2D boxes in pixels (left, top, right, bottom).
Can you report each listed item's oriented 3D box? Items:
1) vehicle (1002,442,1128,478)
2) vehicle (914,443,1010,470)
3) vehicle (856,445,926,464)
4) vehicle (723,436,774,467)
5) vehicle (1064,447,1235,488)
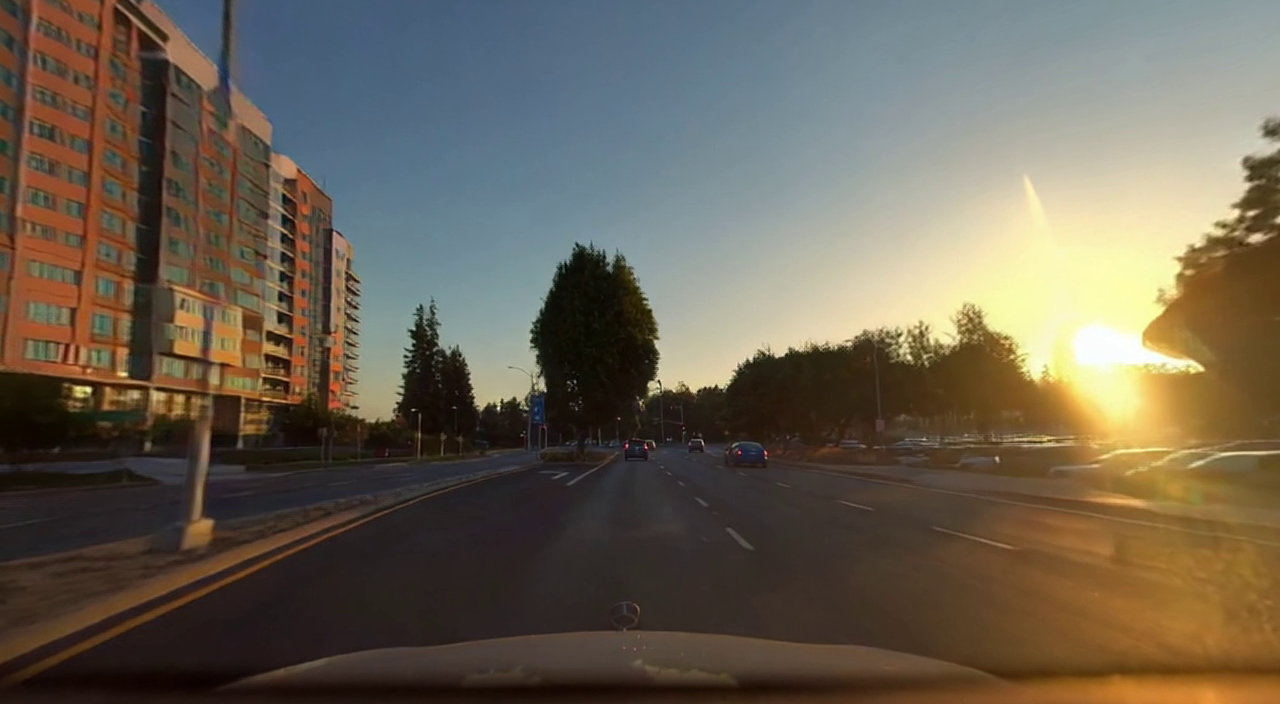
[{"bbox_3d":[20.041,5.115,29.833,4.485,1.608,1.955,0,-9,0],"label":"vehicle"},{"bbox_3d":[19.163,6.223,37.632,4.644,1.552,1.980,0,-9,4],"label":"vehicle"},{"bbox_3d":[19.733,8.080,49.634,4.653,1.438,1.939,0,-9,-2],"label":"vehicle"},{"bbox_3d":[6.581,6.126,38.789,2.136,1.799,4.796,0,-9,-2],"label":"vehicle"},{"bbox_3d":[19.058,4.327,23.723,4.683,1.462,1.995,0,-9,1],"label":"vehicle"}]
